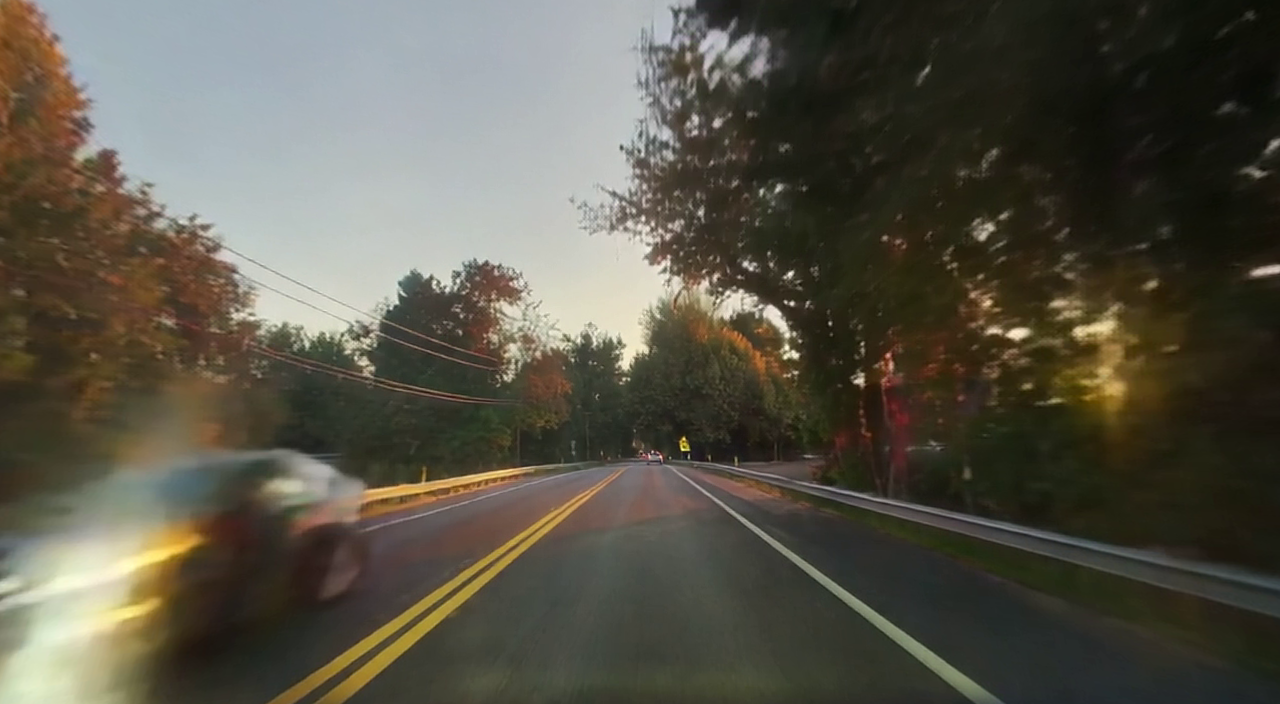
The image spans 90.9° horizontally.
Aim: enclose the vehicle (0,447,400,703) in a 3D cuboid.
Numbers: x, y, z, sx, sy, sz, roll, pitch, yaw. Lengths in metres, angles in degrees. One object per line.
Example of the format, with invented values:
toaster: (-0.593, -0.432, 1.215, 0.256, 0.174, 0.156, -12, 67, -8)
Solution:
vehicle: (-3.676, 1.453, 4.681, 1.937, 1.473, 4.570, 0, -8, 1)
